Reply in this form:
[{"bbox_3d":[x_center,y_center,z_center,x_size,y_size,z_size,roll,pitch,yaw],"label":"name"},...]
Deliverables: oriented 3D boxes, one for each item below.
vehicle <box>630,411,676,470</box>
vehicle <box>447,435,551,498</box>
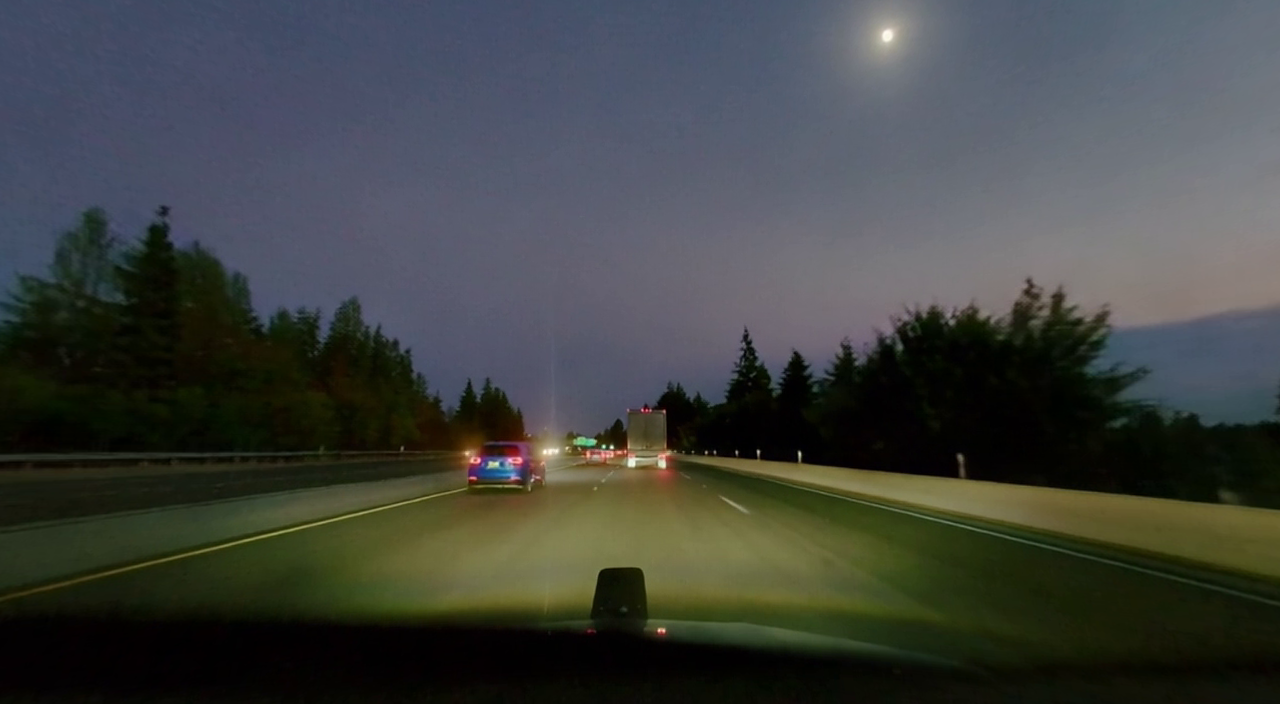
[{"bbox_3d":[0.747,6.251,44.115,2.893,3.628,9.081,0,-9,-1],"label":"vehicle"},{"bbox_3d":[-3.849,3.211,17.995,1.977,1.602,3.944,0,-9,1],"label":"vehicle"}]
